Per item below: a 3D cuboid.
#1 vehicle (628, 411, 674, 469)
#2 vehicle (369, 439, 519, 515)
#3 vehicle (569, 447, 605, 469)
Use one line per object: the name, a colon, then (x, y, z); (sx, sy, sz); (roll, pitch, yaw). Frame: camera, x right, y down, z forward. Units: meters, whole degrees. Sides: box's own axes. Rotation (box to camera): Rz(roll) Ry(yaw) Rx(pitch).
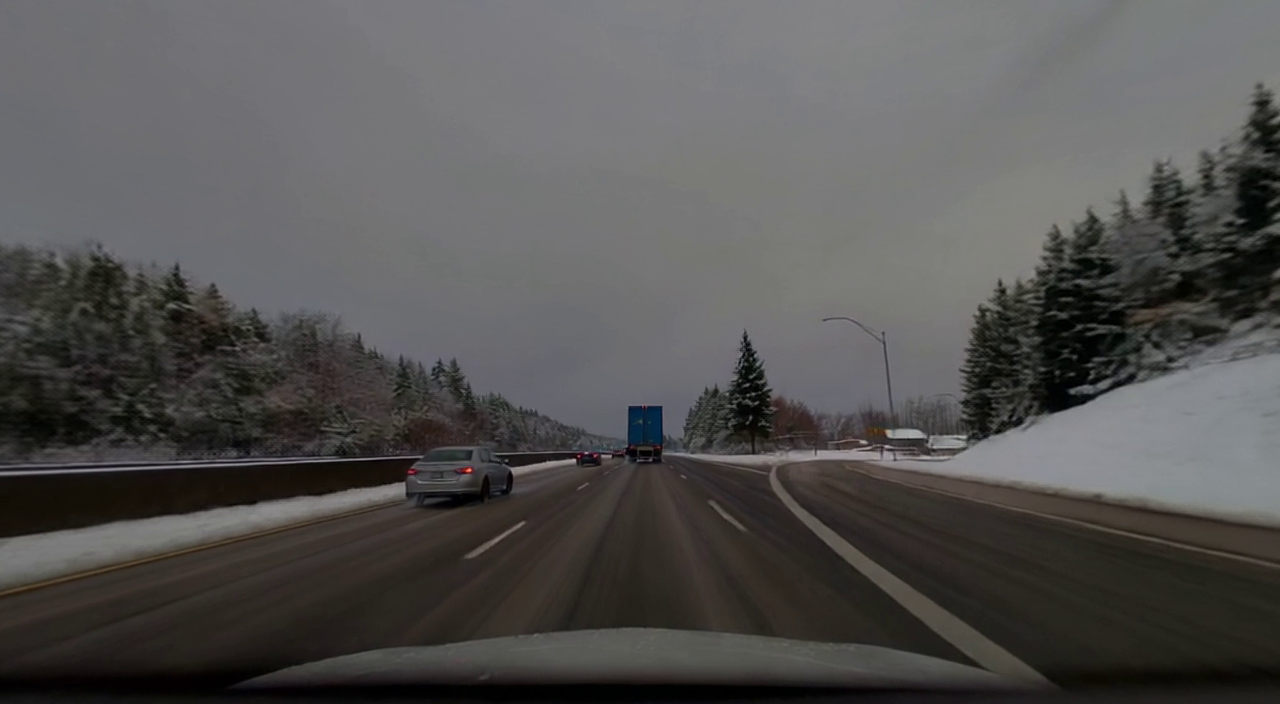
vehicle: (0.724, 6.253, 44.361); (2.893, 3.628, 9.081); (0, -9, 1)
vehicle: (-4.279, 2.799, 14.615); (2.010, 1.461, 4.391); (0, -9, 1)
vehicle: (-3.566, 7.220, 43.179); (1.981, 1.435, 4.199); (0, -9, 2)
